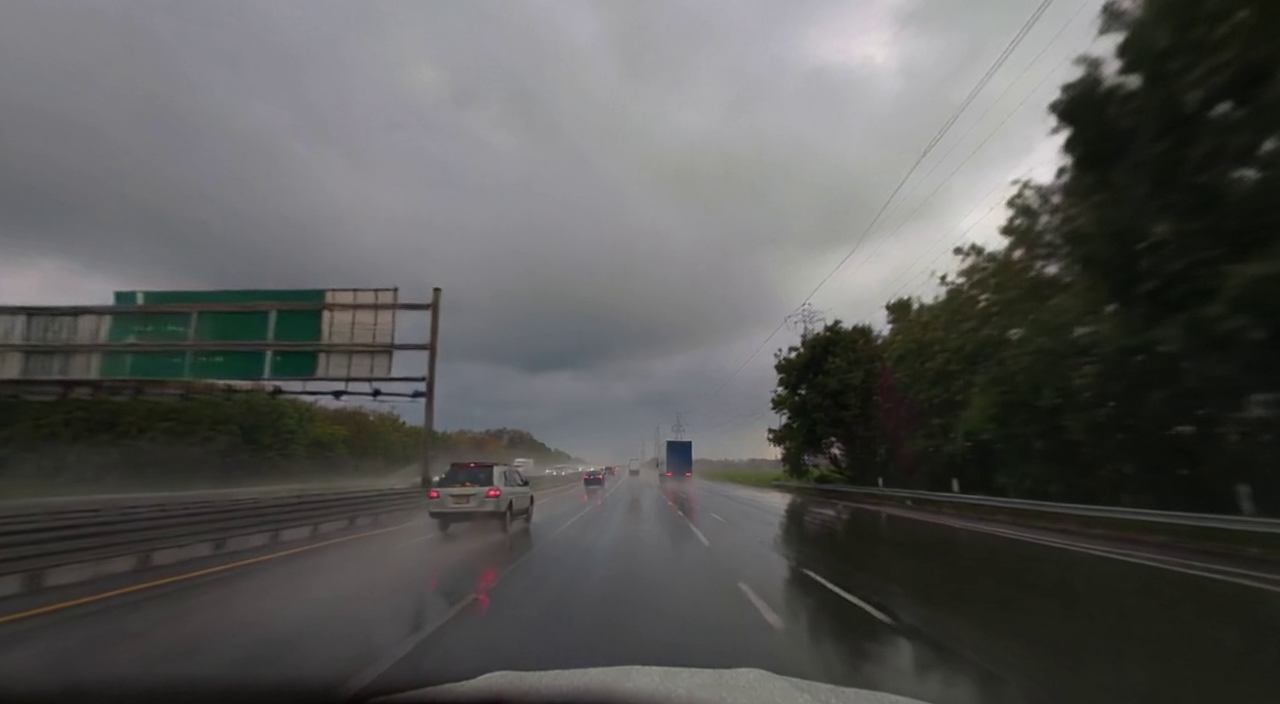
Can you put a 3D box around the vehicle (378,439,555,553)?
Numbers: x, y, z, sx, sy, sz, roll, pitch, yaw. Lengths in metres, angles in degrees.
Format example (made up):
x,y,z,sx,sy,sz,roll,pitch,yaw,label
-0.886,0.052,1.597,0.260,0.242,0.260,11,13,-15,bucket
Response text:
x,y,z,sx,sy,sz,roll,pitch,yaw,label
-3.007,2.662,12.084,2.065,1.722,4.441,1,-11,0,vehicle

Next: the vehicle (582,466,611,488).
x,y,z,sx,sy,sz,roll,pitch,yaw,label
-3.352,9.817,49.475,1.942,1.597,3.943,1,-11,0,vehicle
